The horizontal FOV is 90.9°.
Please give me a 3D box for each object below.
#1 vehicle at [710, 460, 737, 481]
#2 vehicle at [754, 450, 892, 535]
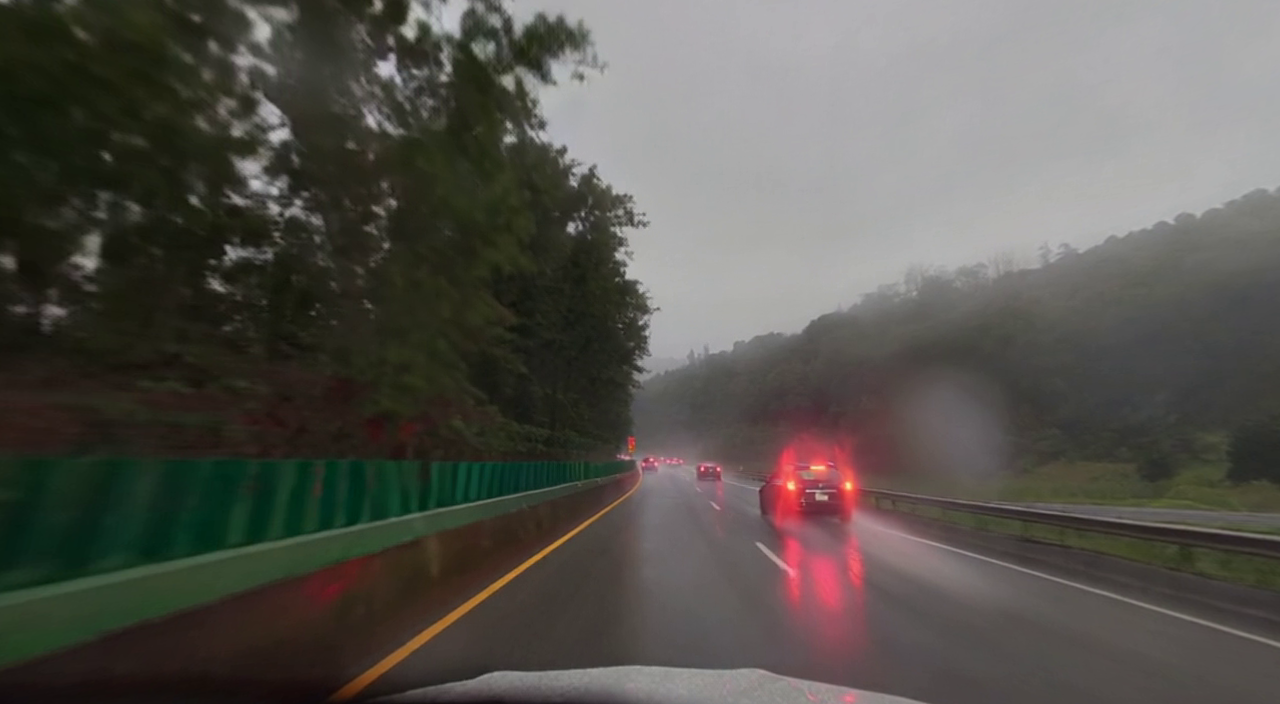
[{"bbox_3d":[6.608,9.415,49.979,2.018,1.533,3.724,0,-10,7],"label":"vehicle"},{"bbox_3d":[3.931,3.113,14.375,2.023,1.593,4.105,1,-10,2],"label":"vehicle"}]
